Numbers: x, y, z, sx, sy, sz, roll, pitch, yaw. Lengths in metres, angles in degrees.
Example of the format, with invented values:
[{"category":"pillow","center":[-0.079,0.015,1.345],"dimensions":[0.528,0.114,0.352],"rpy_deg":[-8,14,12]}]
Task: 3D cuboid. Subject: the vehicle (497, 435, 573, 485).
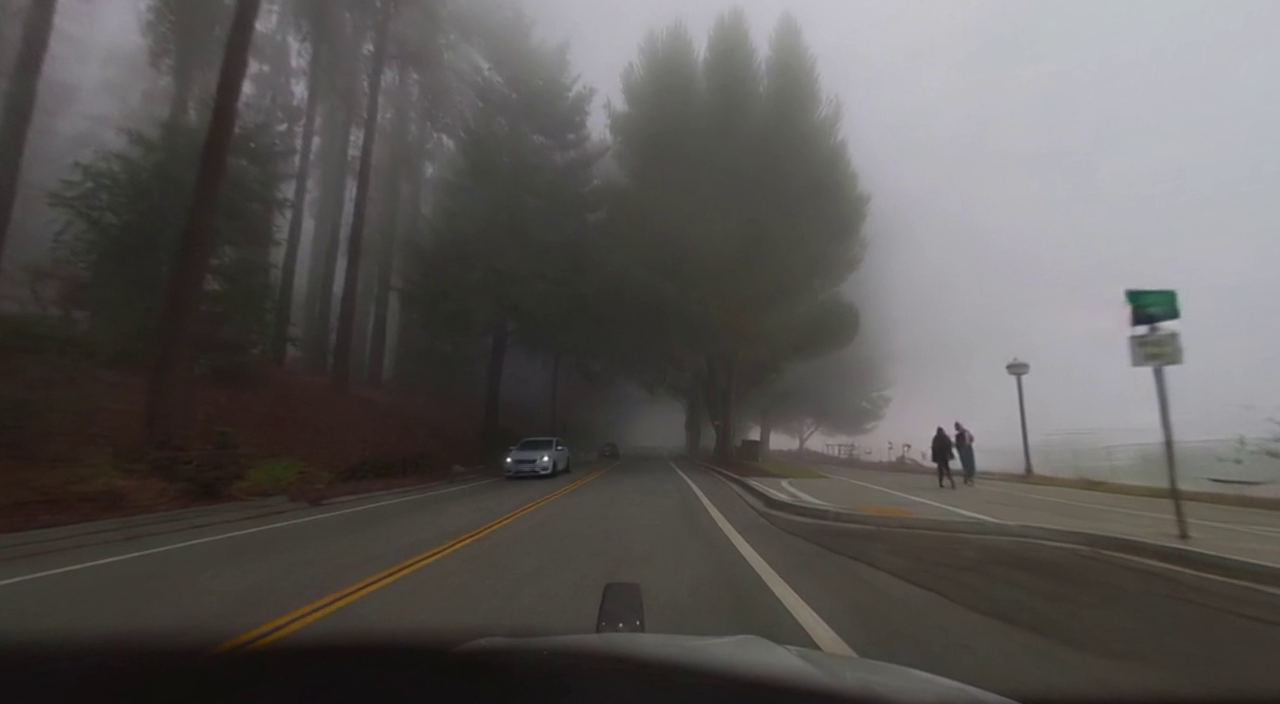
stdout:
[{"category":"vehicle","center":[-3.647,3.811,22.689],"dimensions":[1.898,1.606,3.927],"rpy_deg":[-1,-8,3]}]
